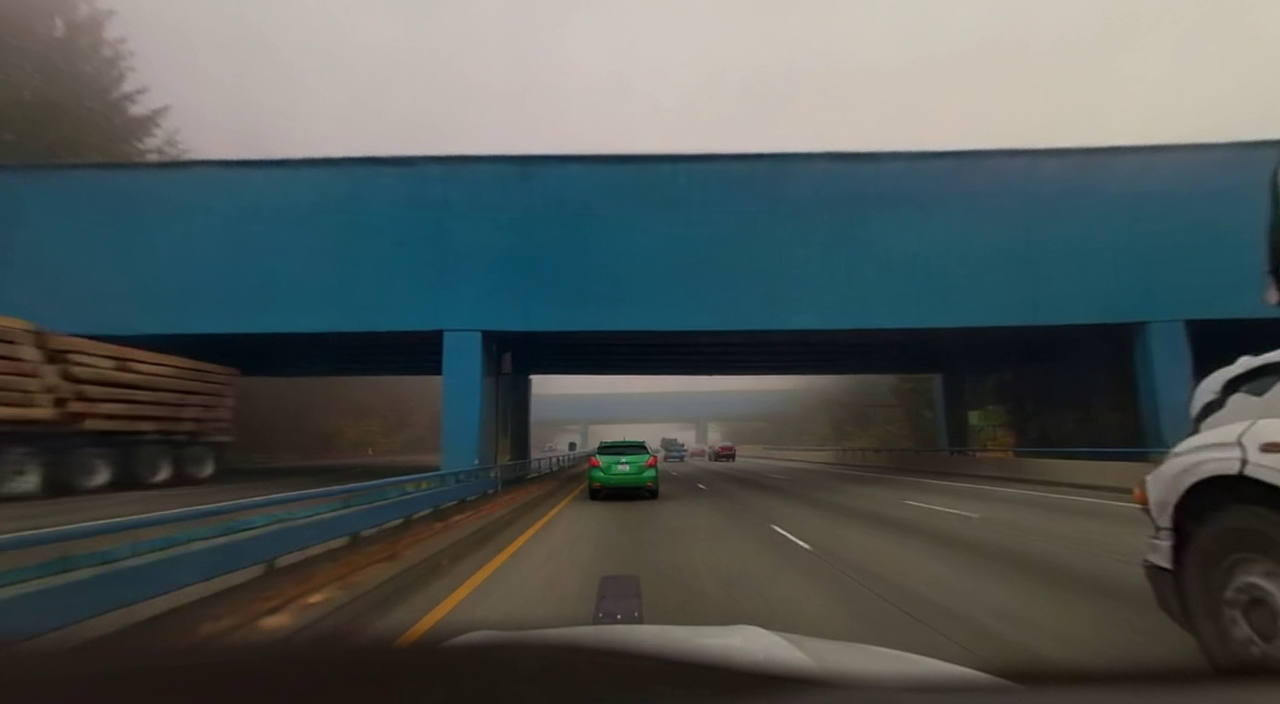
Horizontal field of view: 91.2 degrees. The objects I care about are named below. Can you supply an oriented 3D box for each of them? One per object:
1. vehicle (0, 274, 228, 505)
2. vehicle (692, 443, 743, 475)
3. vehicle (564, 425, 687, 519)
[{"bbox_3d":[-12.954,0.569,10.500,3.002,4.083,13.682,0,-9,-1],"label":"vehicle"},{"bbox_3d":[3.822,5.326,31.472,1.894,1.487,3.751,0,-9,-2],"label":"vehicle"},{"bbox_3d":[-0.285,2.525,13.655,2.259,1.699,4.015,0,-9,0],"label":"vehicle"}]
